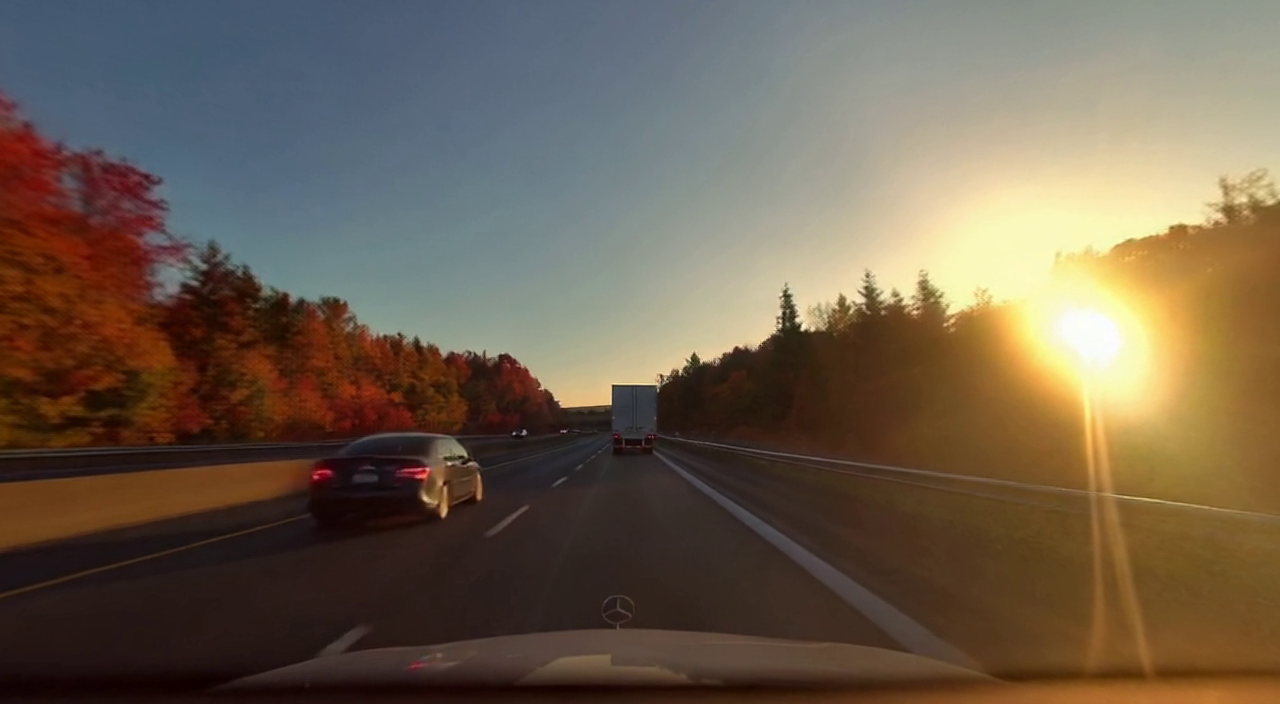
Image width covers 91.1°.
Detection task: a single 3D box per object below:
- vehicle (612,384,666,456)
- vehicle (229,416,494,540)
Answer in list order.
[{"bbox_3d":[-0.278,4.583,40.945,3.013,4.016,11.496,0,-8,-2],"label":"vehicle"},{"bbox_3d":[-3.901,1.830,9.854,2.217,1.495,4.245,0,-8,0],"label":"vehicle"}]
